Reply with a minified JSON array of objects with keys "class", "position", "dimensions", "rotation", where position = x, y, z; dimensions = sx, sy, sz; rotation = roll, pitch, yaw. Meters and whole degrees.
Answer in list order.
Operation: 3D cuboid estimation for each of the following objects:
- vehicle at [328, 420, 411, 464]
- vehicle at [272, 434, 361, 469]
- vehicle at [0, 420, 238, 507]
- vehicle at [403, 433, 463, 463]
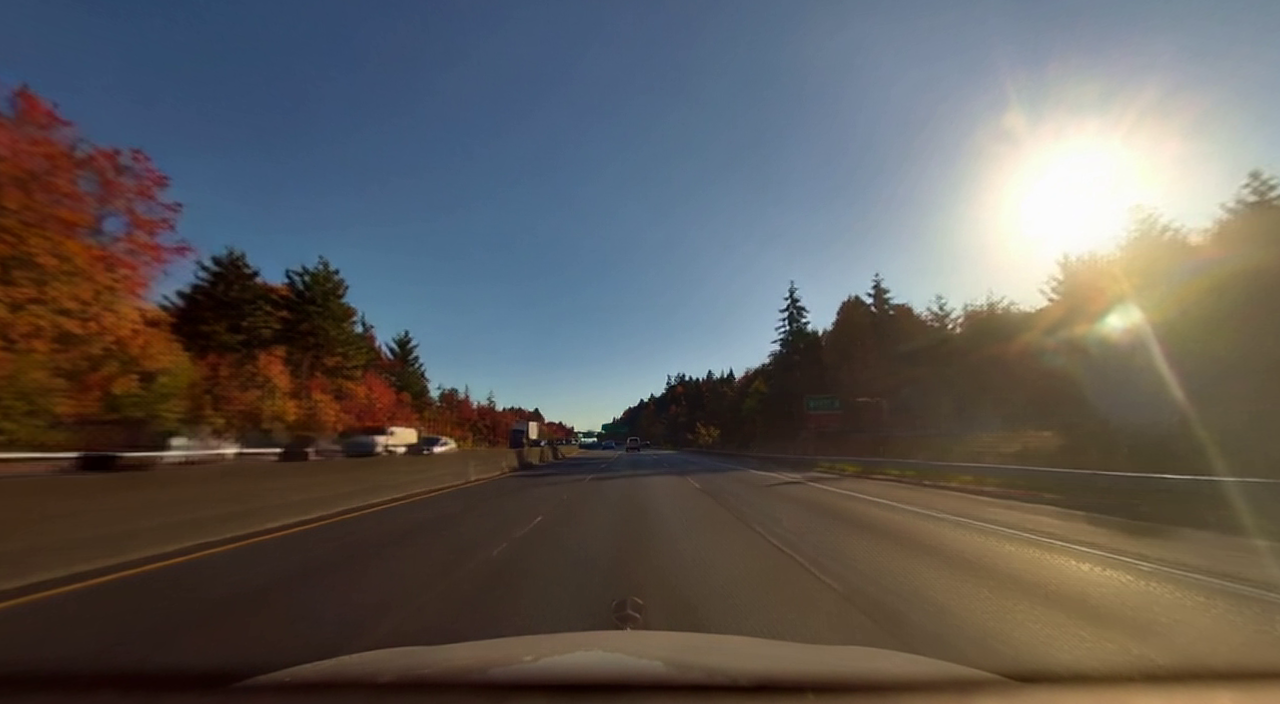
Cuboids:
[{"class":"vehicle","position":[-15.030,5.056,35.323],"dimensions":[2.385,2.253,4.845],"rotation":[0,-8,1]},{"class":"vehicle","position":[-14.995,4.625,29.434],"dimensions":[1.818,1.470,4.393],"rotation":[0,-8,0]},{"class":"vehicle","position":[-11.365,2.342,13.707],"dimensions":[1.969,1.544,4.758],"rotation":[0,-8,1]},{"class":"vehicle","position":[-11.521,5.351,35.254],"dimensions":[1.959,1.551,4.049],"rotation":[0,-8,0]}]
